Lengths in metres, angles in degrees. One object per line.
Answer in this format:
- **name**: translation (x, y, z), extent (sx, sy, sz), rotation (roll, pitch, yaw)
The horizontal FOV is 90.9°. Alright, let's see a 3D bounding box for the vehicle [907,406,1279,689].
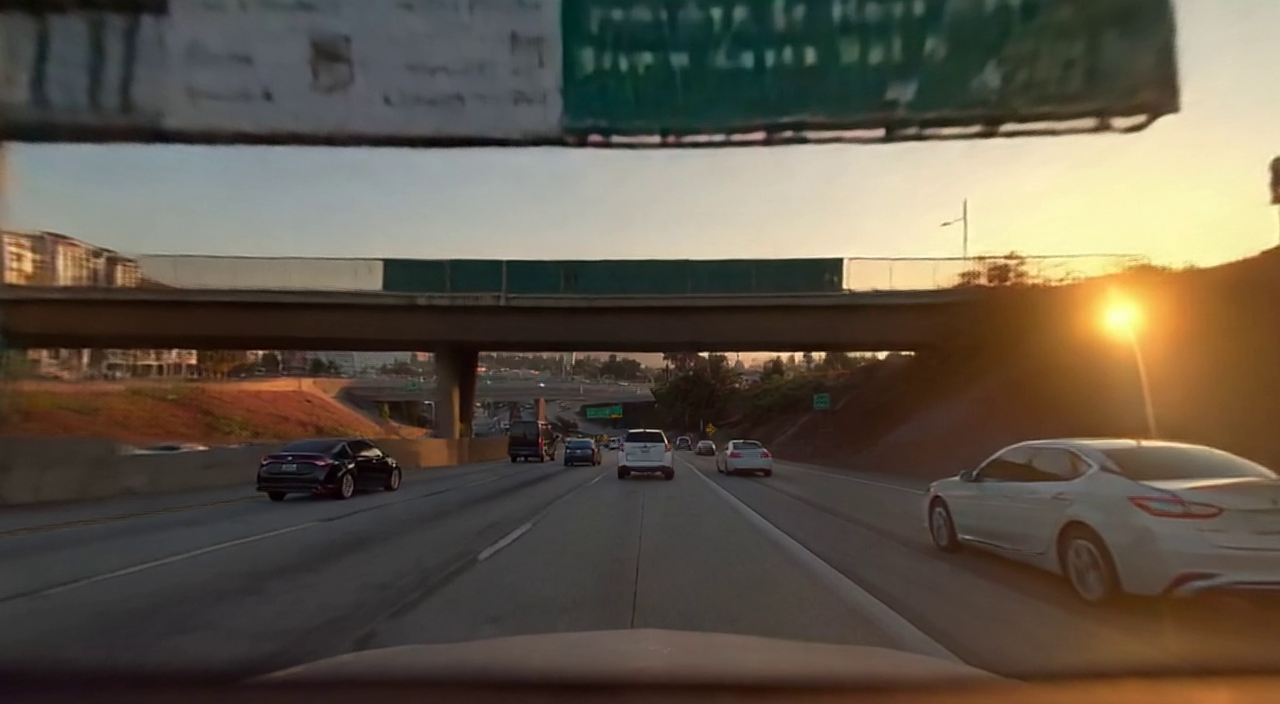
- **vehicle**: translation (4.324, 1.357, 5.614), extent (1.915, 1.482, 4.537), rotation (0, -8, 0)

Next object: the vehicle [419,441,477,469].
- **vehicle**: translation (-10.659, 5.747, 35.324), extent (1.923, 1.480, 3.905), rotation (0, -8, 1)

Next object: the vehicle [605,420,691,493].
- **vehicle**: translation (0.253, 3.024, 18.651), extent (2.209, 1.863, 4.626), rotation (0, -8, 1)

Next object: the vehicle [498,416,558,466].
- **vehicle**: translation (-6.791, 5.545, 39.295), extent (2.358, 2.817, 7.055), rotation (0, -8, 1)

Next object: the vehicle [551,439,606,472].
- **vehicle**: translation (-2.975, 5.105, 31.488), extent (2.079, 1.499, 4.512), rotation (0, -8, 2)

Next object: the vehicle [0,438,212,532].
- **vehicle**: translation (-10.828, 2.395, 12.079), extent (1.970, 1.441, 4.555), rotation (0, -8, 2)

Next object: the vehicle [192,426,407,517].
- **vehicle**: translation (-6.982, 2.476, 13.630), extent (2.021, 1.632, 4.417), rotation (0, -8, 2)

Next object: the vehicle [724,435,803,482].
- **vehicle**: translation (4.278, 3.758, 22.559), extent (1.942, 1.487, 4.518), rotation (0, -8, 0)
